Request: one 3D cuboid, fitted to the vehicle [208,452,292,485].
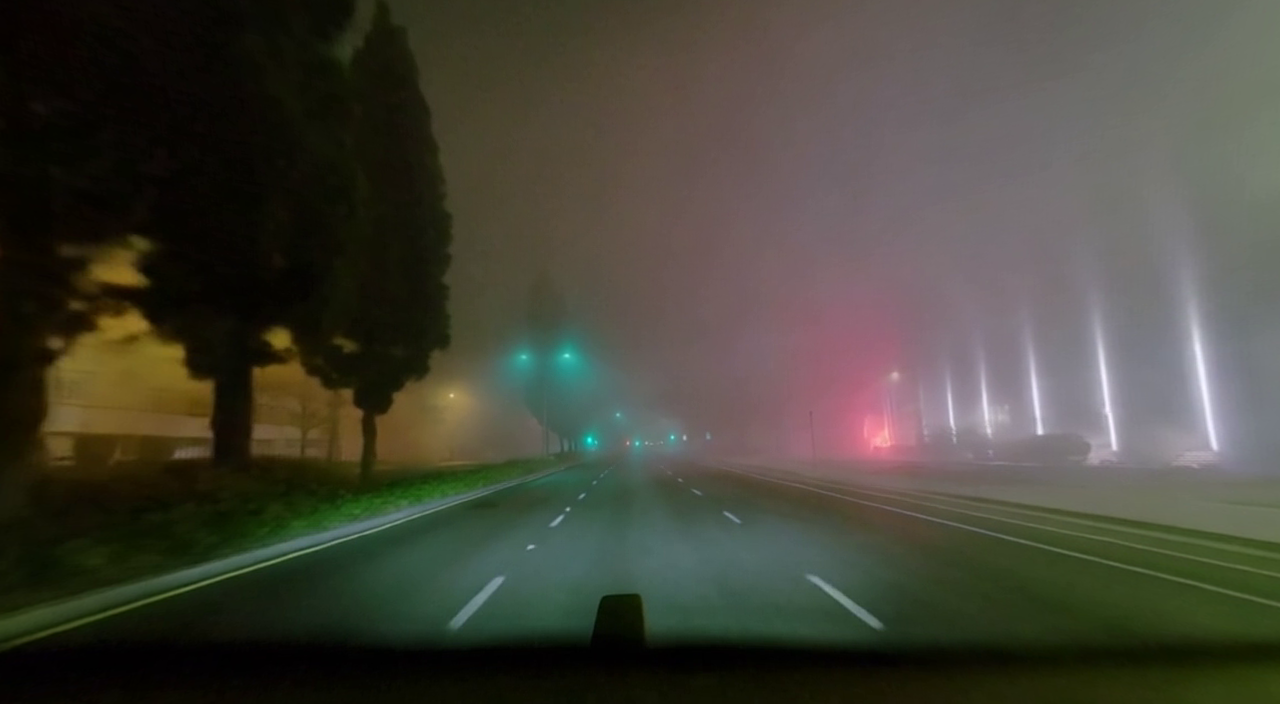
[{"bbox_3d":[-22.271,6.656,36.325,1.990,1.650,4.617,-1,-8,-1],"label":"vehicle"}]
